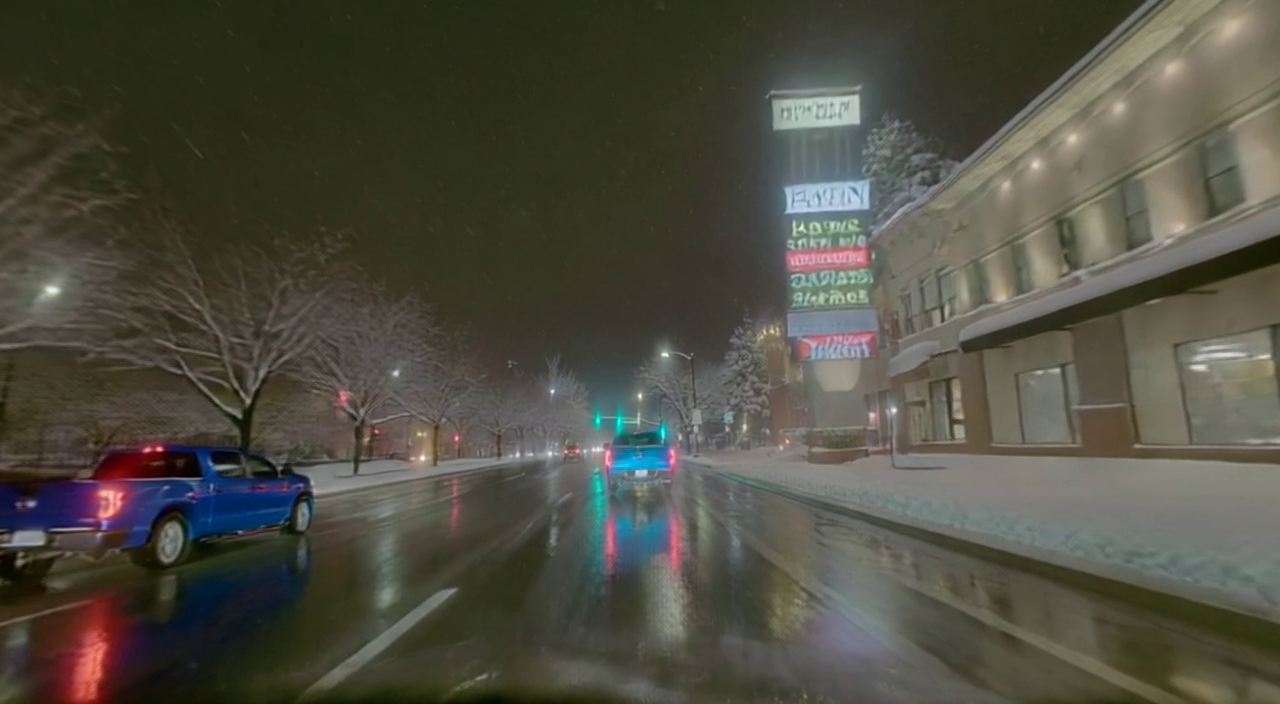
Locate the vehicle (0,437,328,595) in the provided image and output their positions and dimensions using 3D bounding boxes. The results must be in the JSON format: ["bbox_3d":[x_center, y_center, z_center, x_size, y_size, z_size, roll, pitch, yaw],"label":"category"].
[{"bbox_3d":[-6.092,1.841,8.103,1.888,1.424,4.553,0,-8,0],"label":"vehicle"}]

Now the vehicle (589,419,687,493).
[{"bbox_3d":[-0.144,3.179,19.663,2.590,1.932,5.776,0,-8,-2],"label":"vehicle"}]
